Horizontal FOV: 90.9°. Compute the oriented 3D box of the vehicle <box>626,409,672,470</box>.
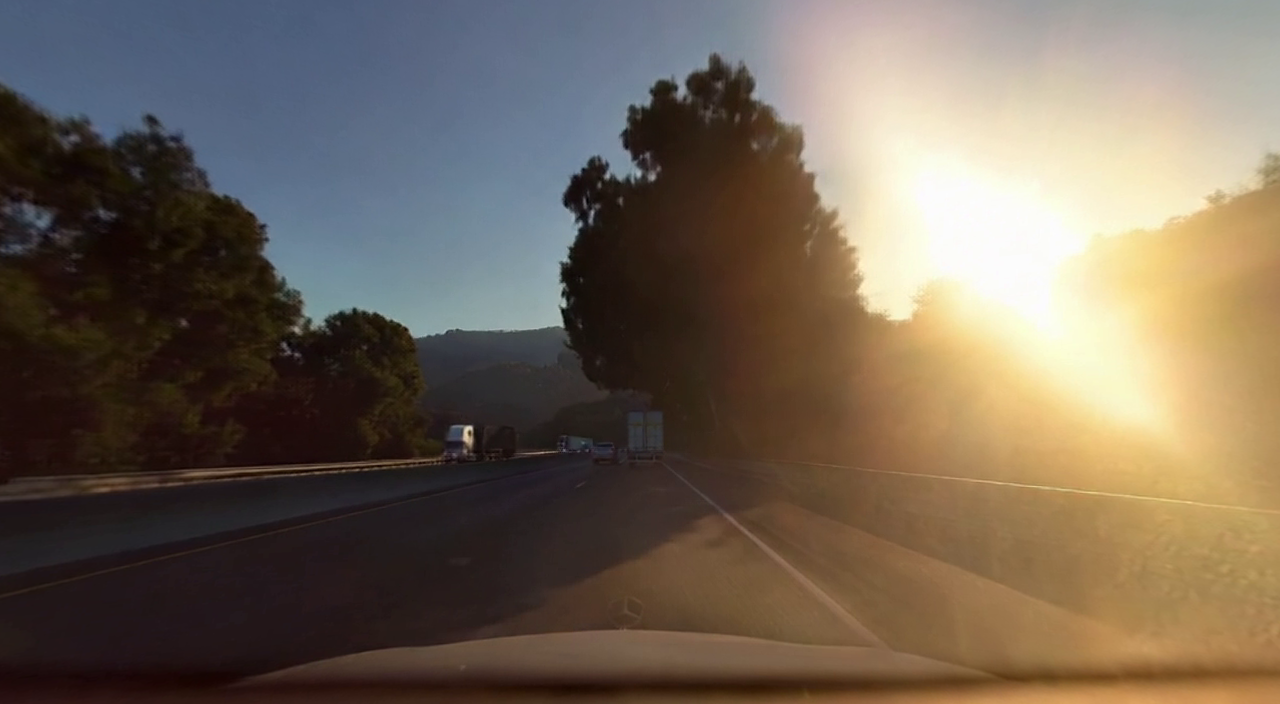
[{"bbox_3d":[0.530,6.565,46.646,3.024,3.965,10.399,0,-9,-1],"label":"vehicle"}]
